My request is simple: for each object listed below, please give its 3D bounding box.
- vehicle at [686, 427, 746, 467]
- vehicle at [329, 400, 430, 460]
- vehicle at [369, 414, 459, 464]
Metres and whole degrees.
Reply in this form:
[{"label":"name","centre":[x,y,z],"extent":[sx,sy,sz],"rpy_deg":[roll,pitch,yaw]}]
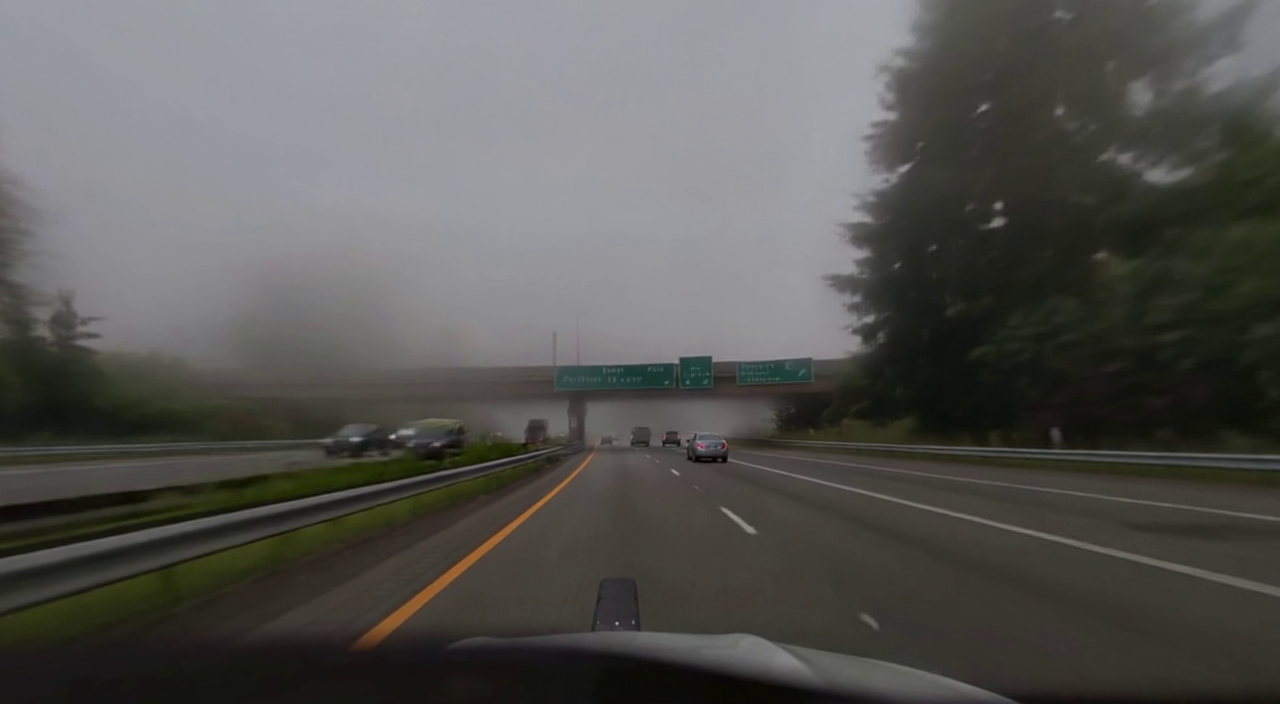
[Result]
[{"label":"vehicle","centre":[3.230,4.094,27.385],"extent":[1.938,1.578,3.764],"rpy_deg":[0,-8,-3]},{"label":"vehicle","centre":[-13.896,4.270,34.416],"extent":[2.596,2.931,7.236],"rpy_deg":[0,-8,-2]},{"label":"vehicle","centre":[-9.412,3.691,26.790],"extent":[2.163,1.902,4.715],"rpy_deg":[0,-8,-1]}]
